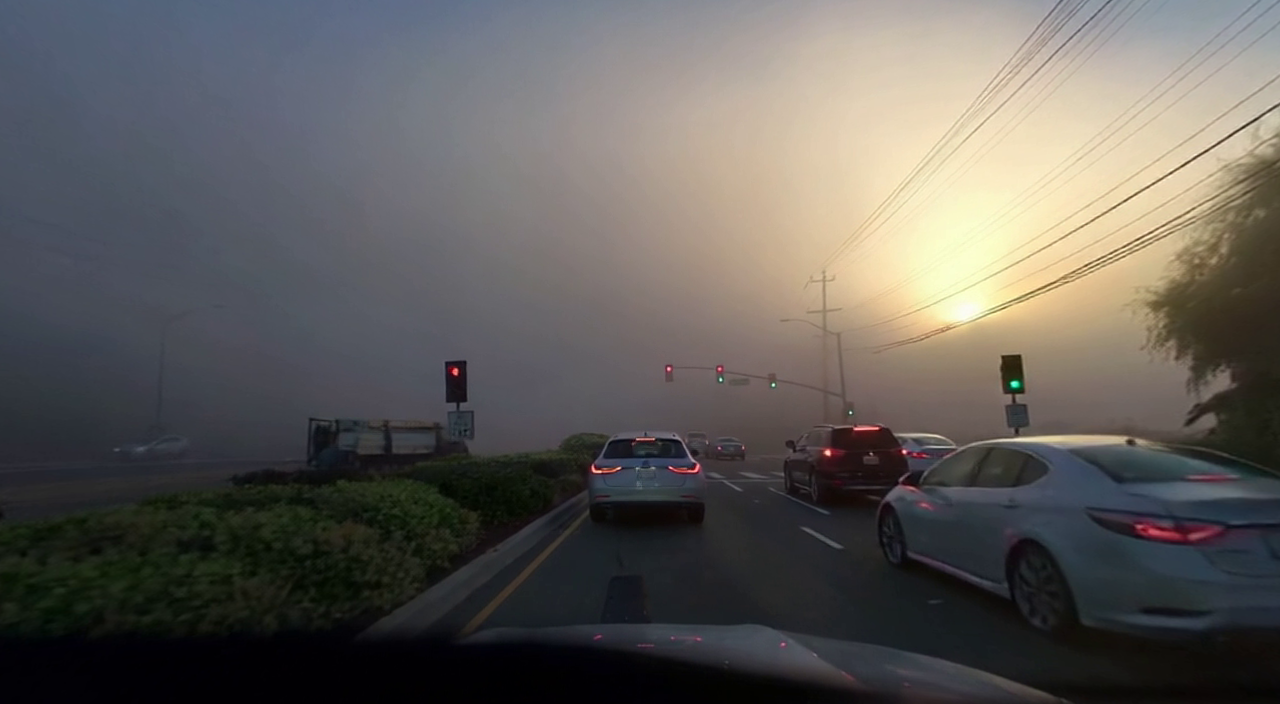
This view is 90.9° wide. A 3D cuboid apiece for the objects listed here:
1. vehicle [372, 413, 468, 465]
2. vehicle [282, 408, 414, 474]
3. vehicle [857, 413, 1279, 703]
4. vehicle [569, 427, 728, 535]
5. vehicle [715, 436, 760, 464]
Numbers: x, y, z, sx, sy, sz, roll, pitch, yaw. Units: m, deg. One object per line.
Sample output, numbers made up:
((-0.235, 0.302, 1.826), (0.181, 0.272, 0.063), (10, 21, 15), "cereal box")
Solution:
((-15.822, 6.473, 46.427), (3.085, 3.375, 9.783), (-1, -8, 3), "vehicle")
((-16.415, 5.172, 36.403), (2.934, 3.328, 8.716), (-1, -8, 4), "vehicle")
((3.581, 1.347, 5.209), (2.028, 1.454, 4.531), (0, -8, 1), "vehicle")
((0.141, 2.136, 11.067), (2.208, 1.498, 4.401), (0, -8, 1), "vehicle")
((5.604, 5.718, 36.835), (1.995, 1.491, 4.133), (0, -8, 1), "vehicle")
